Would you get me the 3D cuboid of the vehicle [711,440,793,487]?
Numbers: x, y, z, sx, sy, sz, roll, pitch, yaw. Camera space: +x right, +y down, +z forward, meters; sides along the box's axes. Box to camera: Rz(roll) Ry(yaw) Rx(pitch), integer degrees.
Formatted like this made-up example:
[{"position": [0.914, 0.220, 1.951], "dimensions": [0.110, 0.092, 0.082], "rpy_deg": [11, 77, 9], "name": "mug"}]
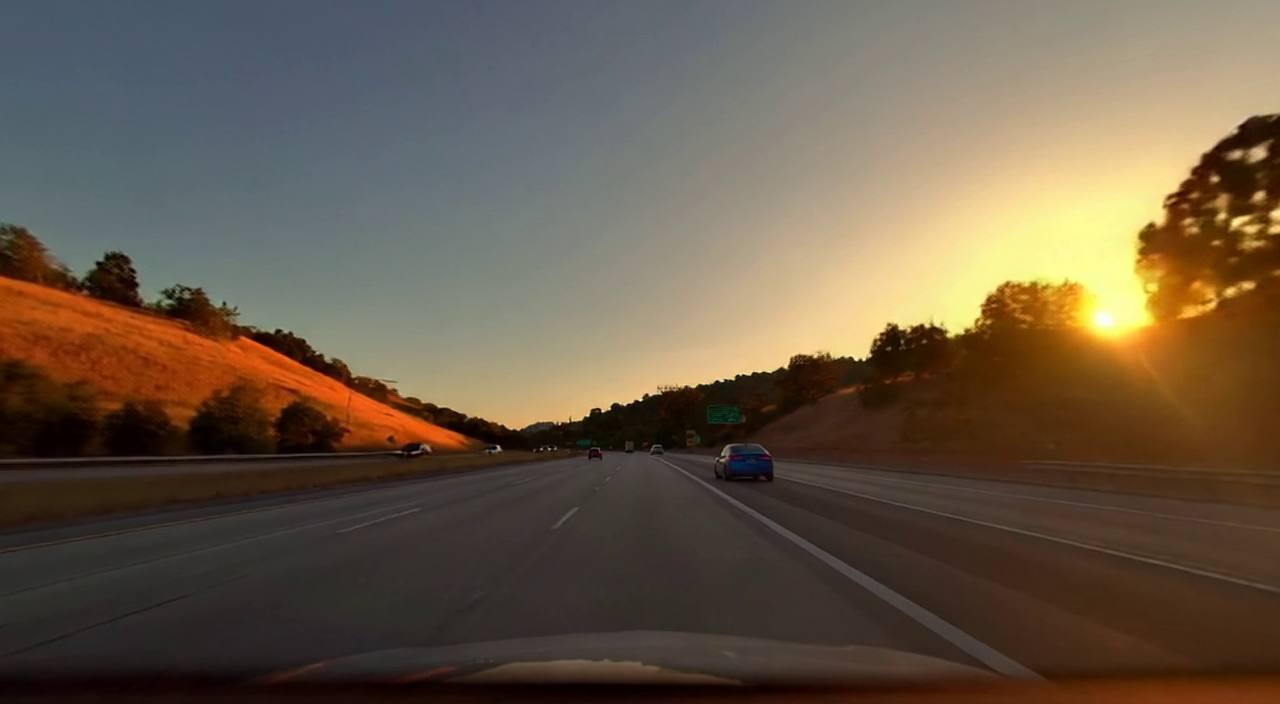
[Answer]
[{"position": [3.854, 3.903, 22.397], "dimensions": [2.033, 1.501, 4.398], "rpy_deg": [0, -9, -1], "name": "vehicle"}]
